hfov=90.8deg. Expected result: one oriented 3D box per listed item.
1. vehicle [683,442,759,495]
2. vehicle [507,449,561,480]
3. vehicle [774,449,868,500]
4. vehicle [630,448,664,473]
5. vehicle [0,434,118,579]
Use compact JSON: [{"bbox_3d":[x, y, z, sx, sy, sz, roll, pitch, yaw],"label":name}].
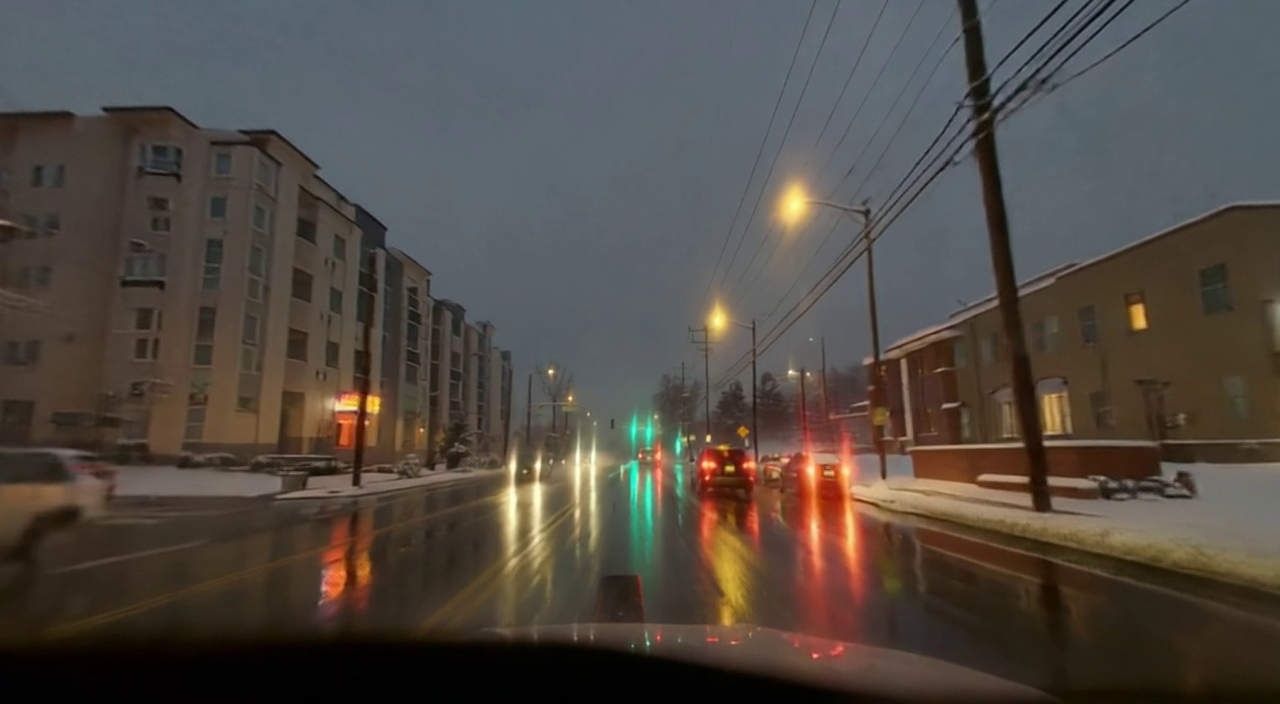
[{"bbox_3d":[2.693,3.986,22.014,1.945,1.647,4.160,0,-8,-2],"label":"vehicle"},{"bbox_3d":[-5.545,5.947,33.610,2.033,1.495,4.216,-1,-8,2],"label":"vehicle"},{"bbox_3d":[6.015,4.102,21.593,1.914,1.513,4.474,0,-8,1],"label":"vehicle"},{"bbox_3d":[0.440,6.671,39.077,1.999,1.487,3.939,0,-8,1],"label":"vehicle"},{"bbox_3d":[-9.038,1.858,7.362,2.000,1.796,4.529,0,-8,0],"label":"vehicle"}]
